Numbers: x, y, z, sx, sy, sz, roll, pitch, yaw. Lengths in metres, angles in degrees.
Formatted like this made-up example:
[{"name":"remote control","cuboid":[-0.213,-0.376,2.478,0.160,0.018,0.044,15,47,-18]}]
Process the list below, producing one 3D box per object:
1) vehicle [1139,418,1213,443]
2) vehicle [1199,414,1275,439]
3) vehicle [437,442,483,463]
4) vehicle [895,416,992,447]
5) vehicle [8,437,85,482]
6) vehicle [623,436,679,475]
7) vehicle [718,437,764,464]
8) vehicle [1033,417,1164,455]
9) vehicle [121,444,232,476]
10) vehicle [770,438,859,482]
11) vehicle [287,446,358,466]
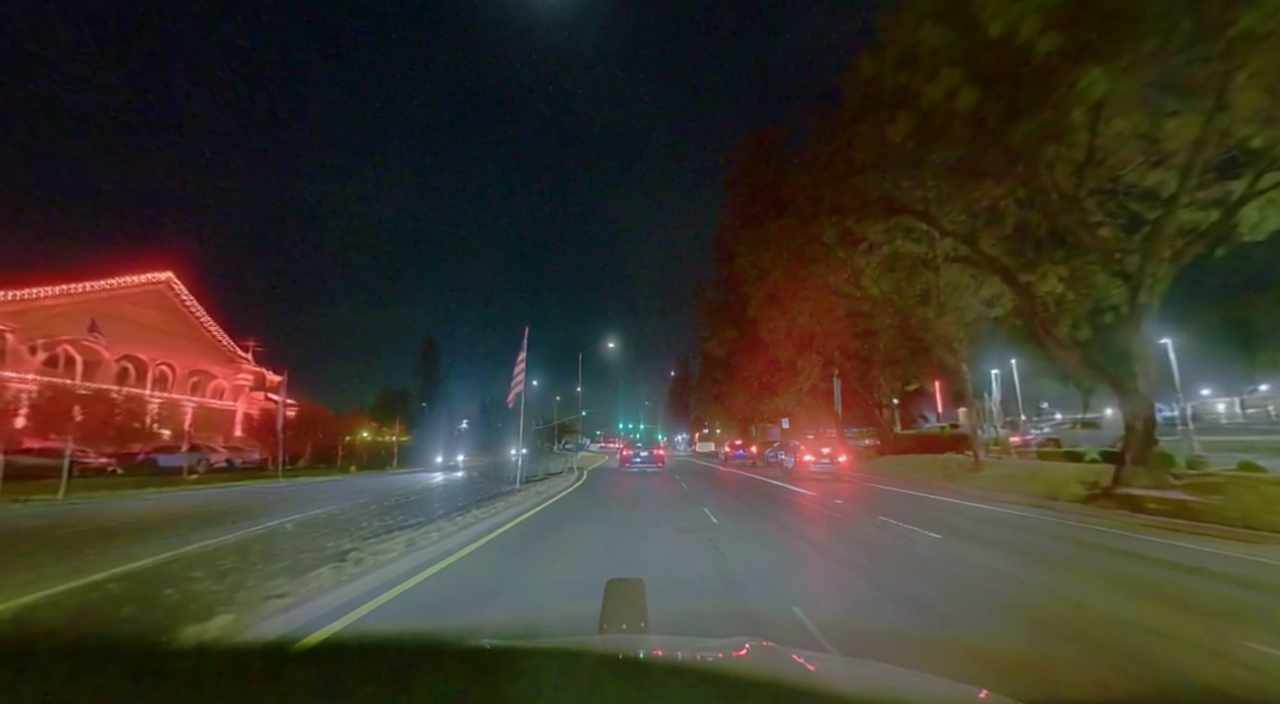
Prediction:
[{"name":"vehicle","cuboid":[33.052,4.882,39.013,1.797,1.426,4.346,-3,-9,17]},{"name":"vehicle","cuboid":[40.168,5.080,42.540,1.826,1.494,4.580,-3,-9,18]},{"name":"vehicle","cuboid":[-13.476,7.563,47.430,2.005,1.482,4.491,0,-8,1]},{"name":"vehicle","cuboid":[19.496,5.156,40.649,5.117,1.905,2.075,0,-8,0]},{"name":"vehicle","cuboid":[-28.932,5.166,30.661,5.346,1.985,2.207,-8,-11,42]},{"name":"vehicle","cuboid":[0.357,4.232,26.027,2.091,1.472,4.697,0,-8,-1]},{"name":"vehicle","cuboid":[6.518,6.429,41.246,2.105,1.646,4.612,0,-8,-2]},{"name":"vehicle","cuboid":[19.568,3.617,27.040,4.059,1.563,1.995,0,-8,-2]},{"name":"vehicle","cuboid":[-26.896,6.264,36.697,4.853,1.788,2.059,0,-8,1]},{"name":"vehicle","cuboid":[6.499,4.057,24.029,2.016,1.479,4.532,0,-8,-1]},{"name":"vehicle","cuboid":[-24.356,7.968,48.421,4.392,1.453,1.855,0,-8,-1]}]
